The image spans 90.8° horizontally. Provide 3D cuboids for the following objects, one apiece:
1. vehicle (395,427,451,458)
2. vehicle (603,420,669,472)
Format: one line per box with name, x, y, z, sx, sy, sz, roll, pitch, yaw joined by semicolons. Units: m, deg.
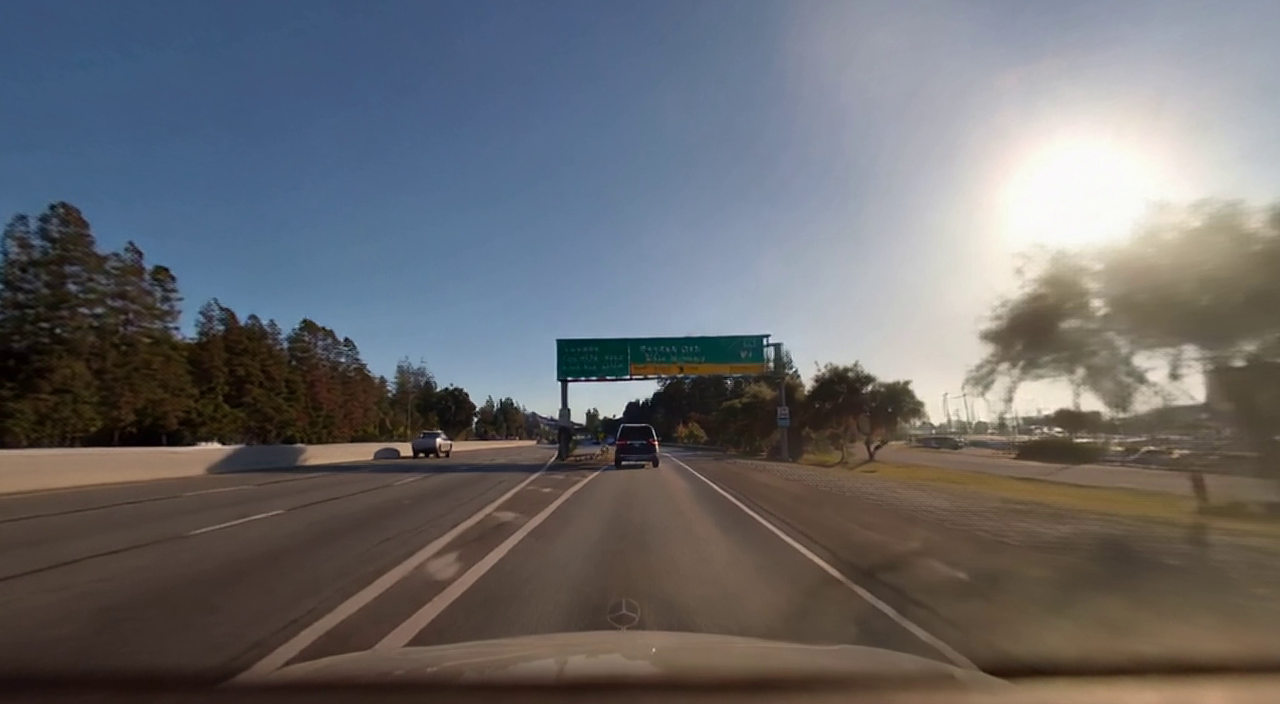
vehicle;-14.760;6.233;43.334;2.289;1.955;5.147;0;-8;-4
vehicle;-0.184;4.005;27.017;2.497;1.957;5.432;0;-8;-1
